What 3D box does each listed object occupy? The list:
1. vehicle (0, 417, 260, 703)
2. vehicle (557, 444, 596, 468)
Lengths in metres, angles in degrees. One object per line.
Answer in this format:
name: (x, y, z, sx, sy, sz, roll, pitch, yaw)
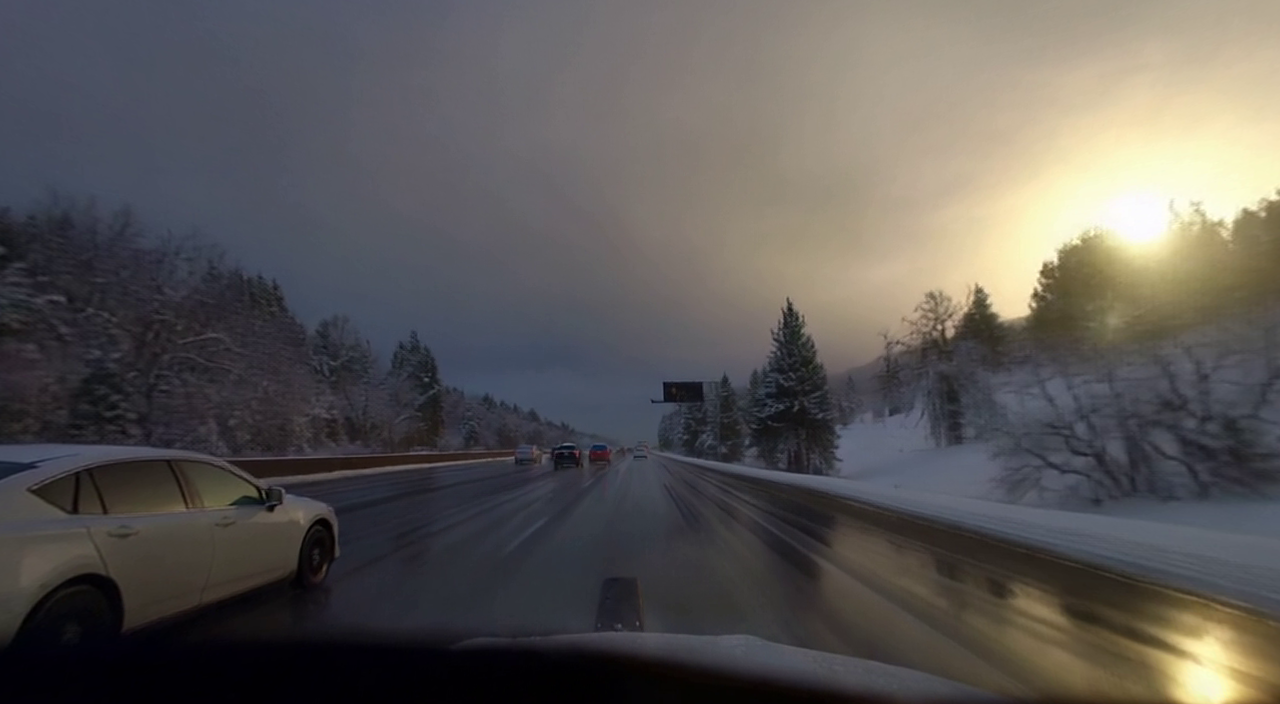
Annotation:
vehicle: (-3.986, 1.012, 2.649, 1.965, 1.485, 4.460, 0, -9, 0)
vehicle: (-4.093, 6.816, 41.308, 2.120, 1.458, 4.031, 0, -9, 1)
